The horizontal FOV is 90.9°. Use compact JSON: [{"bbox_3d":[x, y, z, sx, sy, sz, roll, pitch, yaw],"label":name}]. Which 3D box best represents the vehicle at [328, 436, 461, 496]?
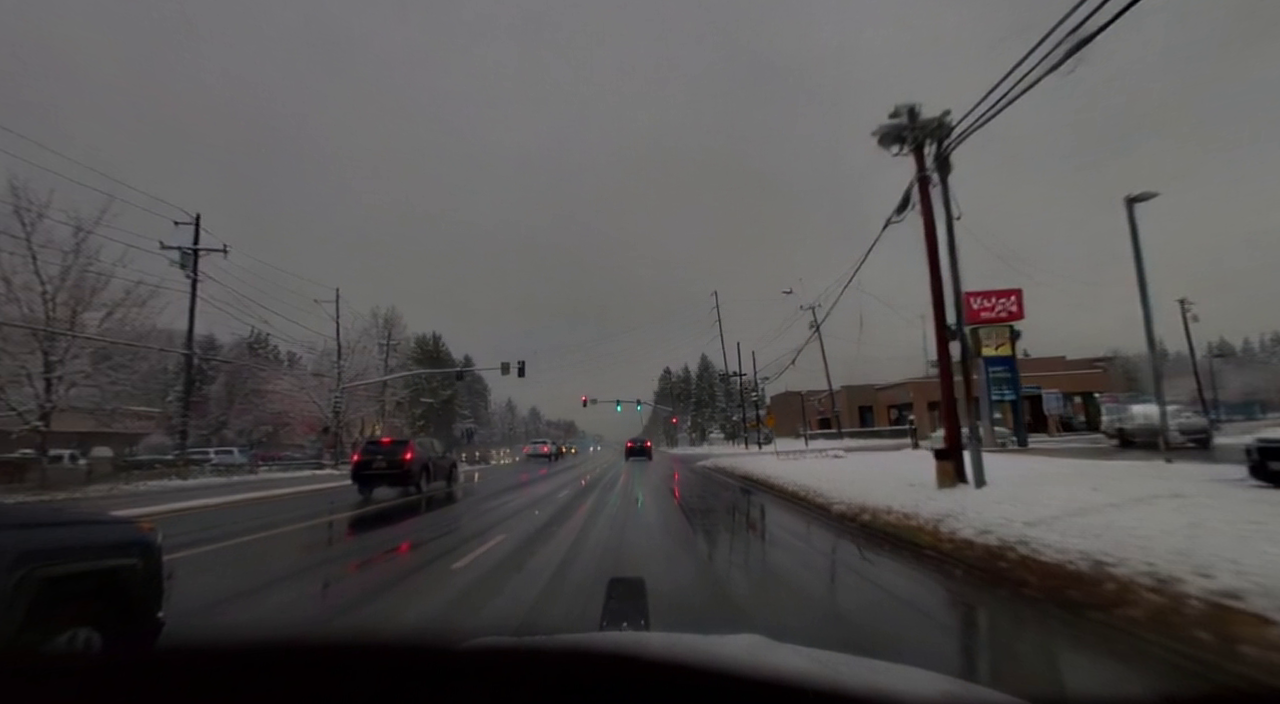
[{"bbox_3d":[-6.730,3.142,17.874,1.960,1.468,4.345,0,-8,1],"label":"vehicle"}]

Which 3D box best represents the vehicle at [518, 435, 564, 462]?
[{"bbox_3d":[-6.326,6.257,40.852,2.130,1.636,4.427,0,-8,2],"label":"vehicle"}]

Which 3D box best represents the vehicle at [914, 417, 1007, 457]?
[{"bbox_3d":[15.924,4.290,31.642,2.116,1.849,4.806,0,-8,0],"label":"vehicle"}]

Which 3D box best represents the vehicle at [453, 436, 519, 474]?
[{"bbox_3d":[-6.733,4.527,27.995,1.804,1.513,4.191,0,-8,1],"label":"vehicle"}]

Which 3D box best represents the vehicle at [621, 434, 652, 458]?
[{"bbox_3d":[-0.245,7.043,47.449,2.211,1.717,4.379,0,-8,1],"label":"vehicle"}]

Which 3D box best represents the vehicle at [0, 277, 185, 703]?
[{"bbox_3d":[-3.261,0.445,0.506,2.190,1.844,4.751,0,-8,0],"label":"vehicle"}]

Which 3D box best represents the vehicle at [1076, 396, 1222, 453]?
[{"bbox_3d":[23.640,3.486,29.708,2.314,2.302,5.730,-4,-8,5],"label":"vehicle"}]
